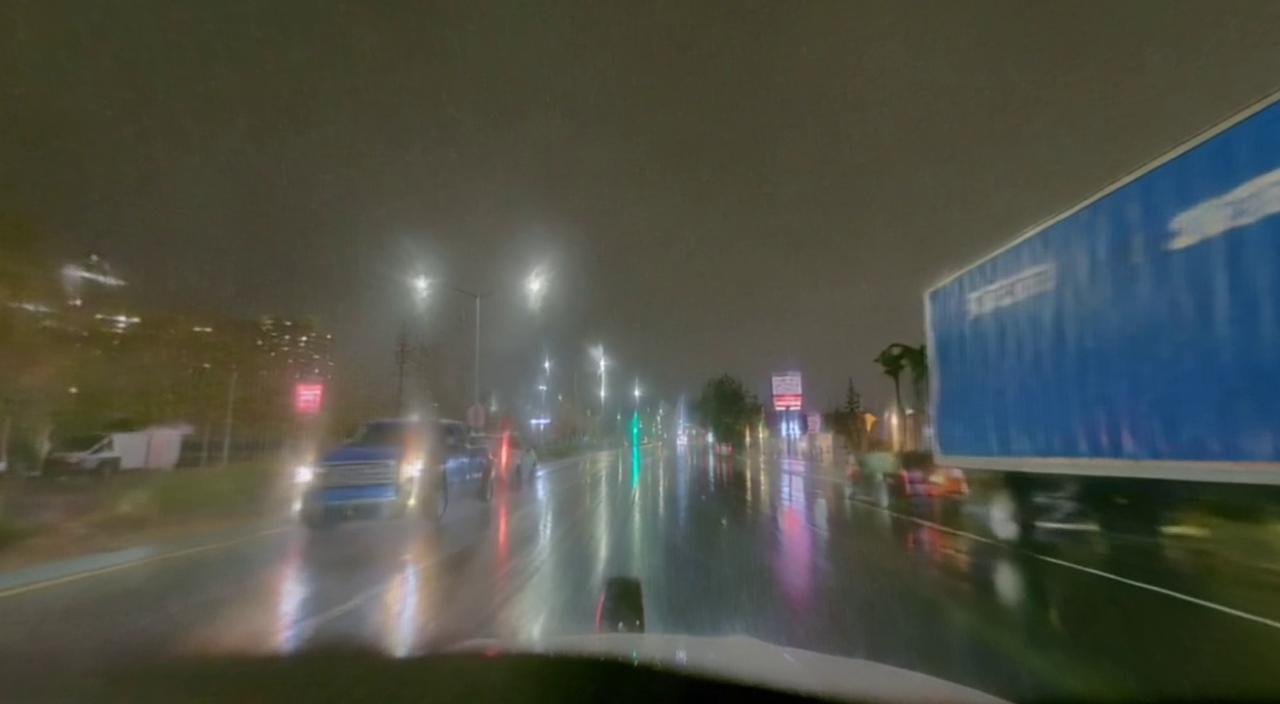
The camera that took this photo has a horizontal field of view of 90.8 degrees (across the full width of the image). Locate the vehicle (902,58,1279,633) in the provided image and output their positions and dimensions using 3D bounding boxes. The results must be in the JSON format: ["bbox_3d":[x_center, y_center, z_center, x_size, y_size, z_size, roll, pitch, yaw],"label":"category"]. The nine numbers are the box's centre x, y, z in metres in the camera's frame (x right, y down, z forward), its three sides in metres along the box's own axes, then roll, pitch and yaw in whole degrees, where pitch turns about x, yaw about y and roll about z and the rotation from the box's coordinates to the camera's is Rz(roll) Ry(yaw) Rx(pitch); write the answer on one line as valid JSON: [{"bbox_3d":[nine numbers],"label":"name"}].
[{"bbox_3d":[6.092,0.210,6.285,2.981,4.106,8.794,0,-9,-1],"label":"vehicle"}]

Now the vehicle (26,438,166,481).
[{"bbox_3d":[-28.966,5.814,33.916,5.368,2.121,1.960,8,-13,-37],"label":"vehicle"}]

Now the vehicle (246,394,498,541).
[{"bbox_3d":[-4.458,2.065,11.940,2.270,2.068,5.865,0,-9,-1],"label":"vehicle"}]
